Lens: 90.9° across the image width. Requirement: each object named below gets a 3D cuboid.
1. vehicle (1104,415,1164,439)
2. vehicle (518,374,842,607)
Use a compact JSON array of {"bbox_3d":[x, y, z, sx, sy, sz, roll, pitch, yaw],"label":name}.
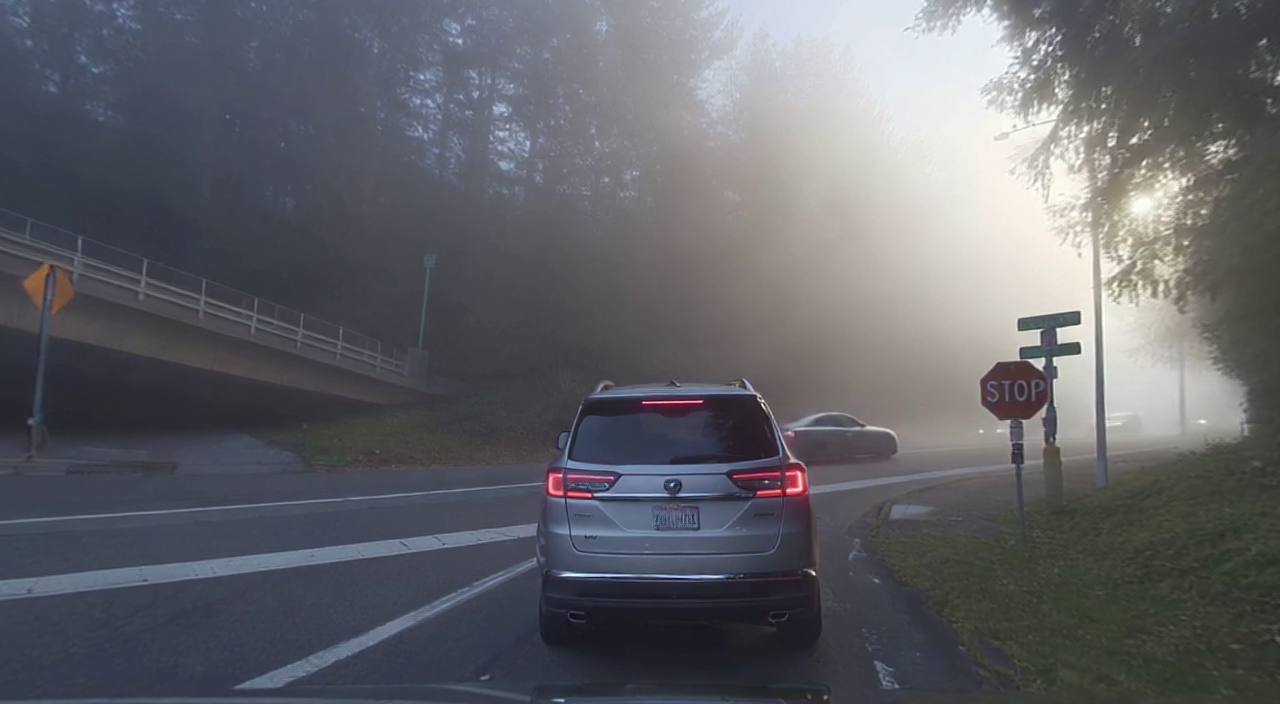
[{"bbox_3d":[38.705,5.900,49.419,4.557,1.712,1.913,5,-10,-29],"label":"vehicle"},{"bbox_3d":[0.306,1.398,7.139,2.494,1.804,4.336,0,-9,0],"label":"vehicle"}]
